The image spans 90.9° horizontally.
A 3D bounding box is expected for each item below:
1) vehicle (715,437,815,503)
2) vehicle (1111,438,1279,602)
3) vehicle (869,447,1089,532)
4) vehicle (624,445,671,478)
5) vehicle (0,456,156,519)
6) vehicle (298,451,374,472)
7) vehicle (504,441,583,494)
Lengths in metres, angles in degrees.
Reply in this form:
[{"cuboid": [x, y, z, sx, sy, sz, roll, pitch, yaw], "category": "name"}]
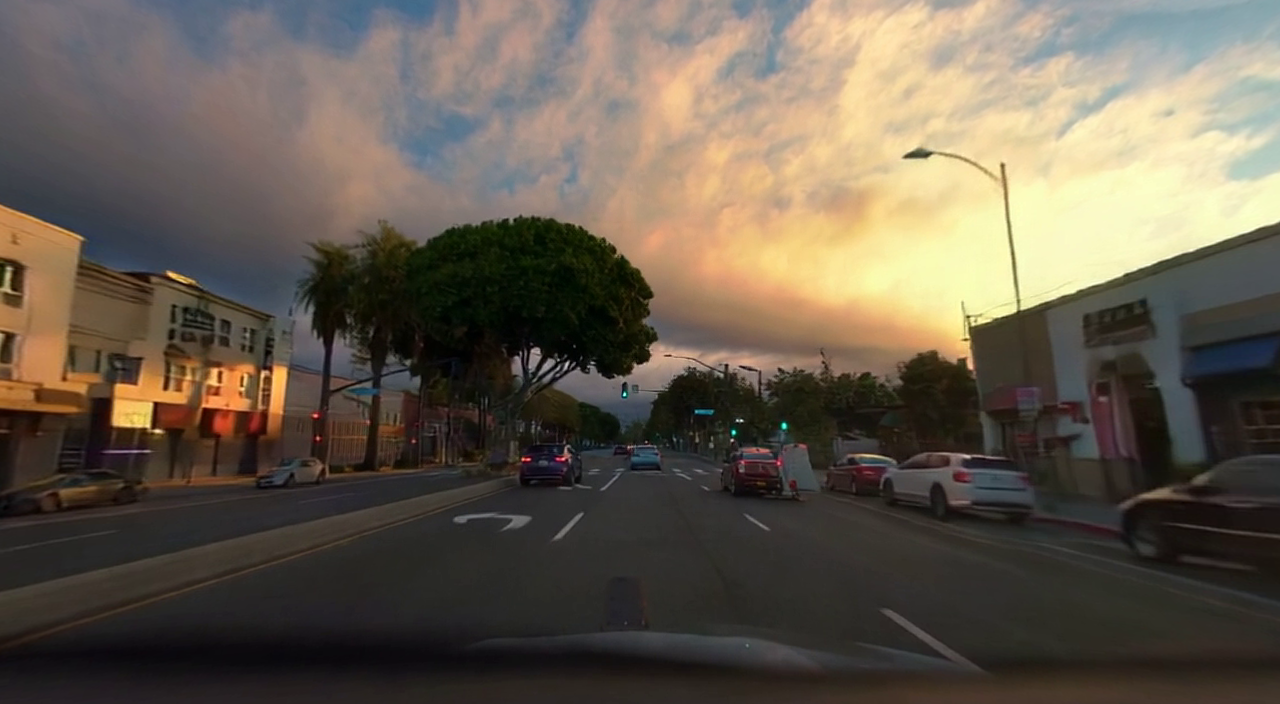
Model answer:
[{"cuboid": [3.355, 3.243, 17.708, 1.987, 1.637, 3.896, 0, -9, 0], "category": "vehicle"}, {"cuboid": [6.964, 1.555, 5.779, 1.898, 1.524, 4.439, 0, -9, 1], "category": "vehicle"}, {"cuboid": [6.877, 2.803, 13.596, 1.920, 1.473, 4.898, 0, -9, -2], "category": "vehicle"}, {"cuboid": [0.349, 5.200, 30.264, 2.103, 1.468, 4.094, 0, -9, 0], "category": "vehicle"}, {"cuboid": [-16.766, 3.811, 18.112, 1.919, 1.469, 4.719, -2, -8, 1], "category": "vehicle"}, {"cuboid": [-23.499, 8.462, 48.834, 4.890, 1.514, 1.908, 0, -9, 1], "category": "vehicle"}, {"cuboid": [-2.990, 3.684, 20.458, 1.860, 1.510, 4.073, 0, -9, 1], "category": "vehicle"}]
